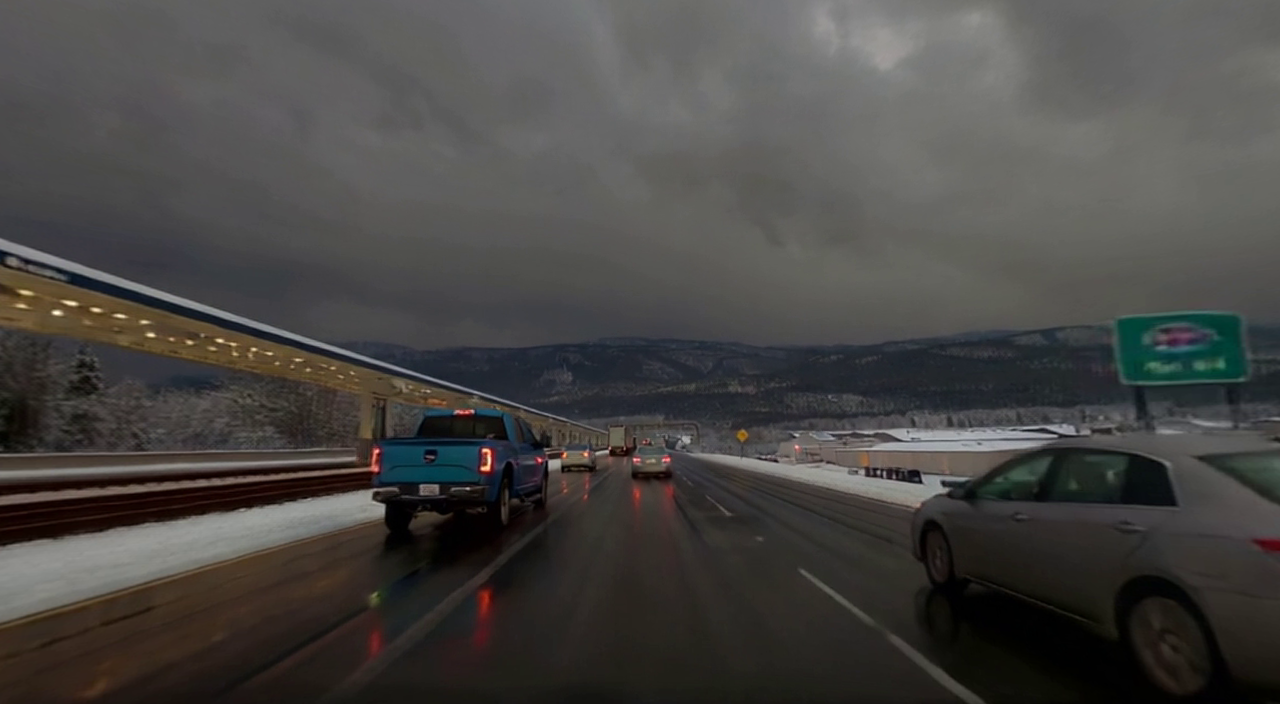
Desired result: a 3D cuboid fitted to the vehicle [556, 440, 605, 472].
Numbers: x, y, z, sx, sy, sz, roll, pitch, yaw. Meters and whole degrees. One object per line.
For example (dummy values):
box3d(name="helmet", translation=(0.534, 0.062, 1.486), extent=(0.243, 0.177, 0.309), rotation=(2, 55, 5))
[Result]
box3d(name="vehicle", translation=(-3.135, 5.621, 34.340), extent=(2.151, 1.613, 4.786), rotation=(0, -8, 1))

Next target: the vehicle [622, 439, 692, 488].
box3d(name="vehicle", translation=(0.516, 3.783, 21.723), extent=(2.171, 1.493, 4.081), rotation=(0, -8, 0))

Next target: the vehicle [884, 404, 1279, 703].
box3d(name="vehicle", translation=(3.707, 1.252, 4.460), extent=(2.023, 1.510, 4.773), rotation=(0, -8, 0))

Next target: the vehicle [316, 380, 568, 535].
box3d(name="vehicle", translation=(-3.247, 2.018, 12.569), extent=(2.733, 2.230, 6.820), rotation=(0, -8, 1))
